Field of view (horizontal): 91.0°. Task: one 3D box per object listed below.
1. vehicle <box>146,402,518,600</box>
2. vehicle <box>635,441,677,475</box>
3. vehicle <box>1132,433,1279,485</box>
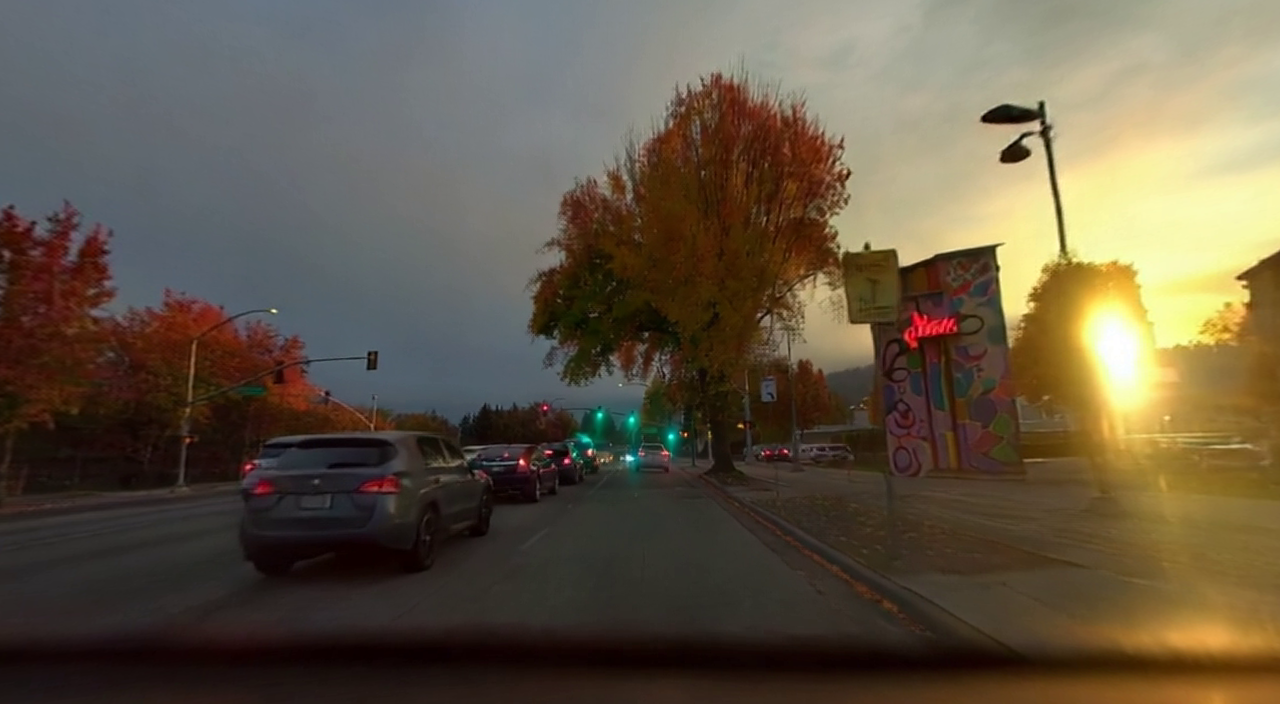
[{"bbox_3d":[-3.095,1.613,7.721,2.165,1.663,4.513,0,-9,1],"label":"vehicle"},{"bbox_3d":[0.829,5.641,33.806,2.144,1.704,4.028,0,-8,1],"label":"vehicle"},{"bbox_3d":[20.523,3.820,22.810,1.917,1.675,4.450,0,-8,3],"label":"vehicle"}]
